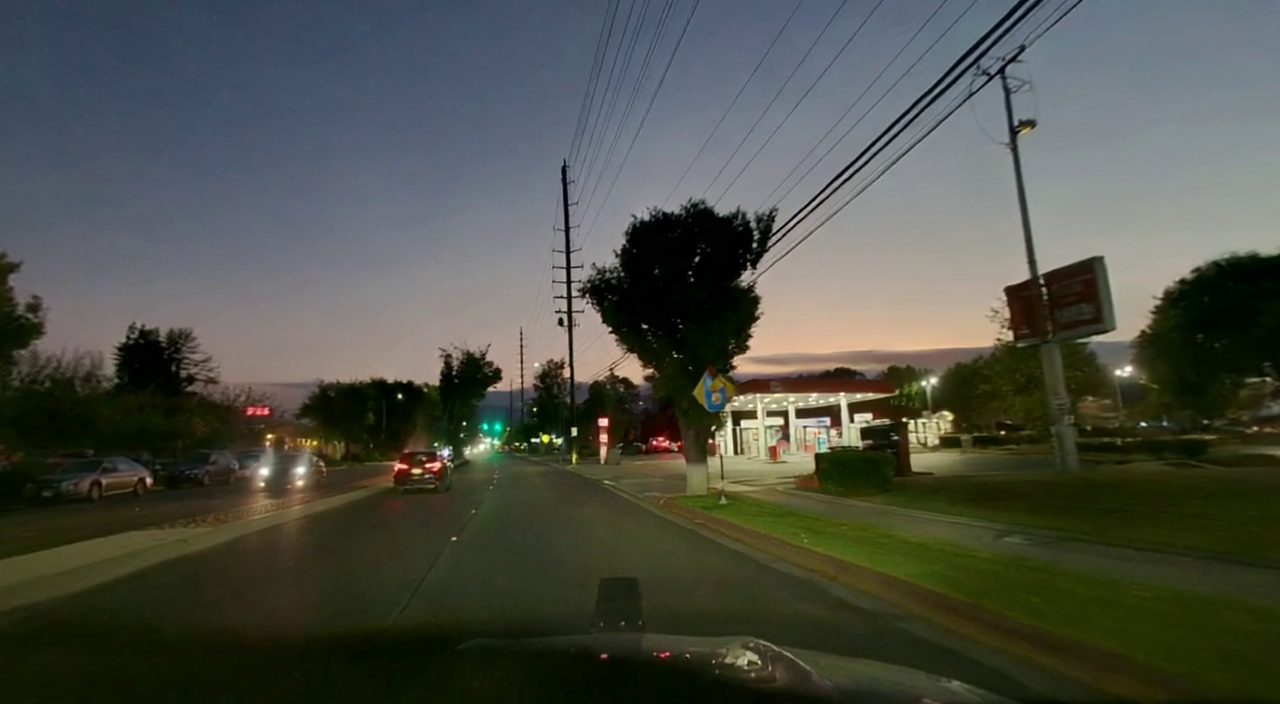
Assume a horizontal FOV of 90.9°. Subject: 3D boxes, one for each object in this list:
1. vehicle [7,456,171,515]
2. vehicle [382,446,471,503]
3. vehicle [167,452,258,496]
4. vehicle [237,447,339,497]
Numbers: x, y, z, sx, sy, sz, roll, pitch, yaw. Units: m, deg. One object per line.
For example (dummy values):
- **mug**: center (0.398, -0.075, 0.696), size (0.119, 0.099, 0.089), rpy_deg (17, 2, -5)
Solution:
- **vehicle**: center (-19.767, 4.744, 23.006), size (2.276, 1.760, 4.779), rpy_deg (1, -9, -11)
- **vehicle**: center (-6.385, 3.648, 19.323), size (2.073, 1.525, 3.968), rpy_deg (1, -9, -12)
- **vehicle**: center (-23.022, 6.549, 34.239), size (2.336, 2.092, 4.625), rpy_deg (1, -8, -11)
- **vehicle**: center (-13.073, 4.430, 23.777), size (2.129, 1.655, 4.442), rpy_deg (2, -9, -13)
